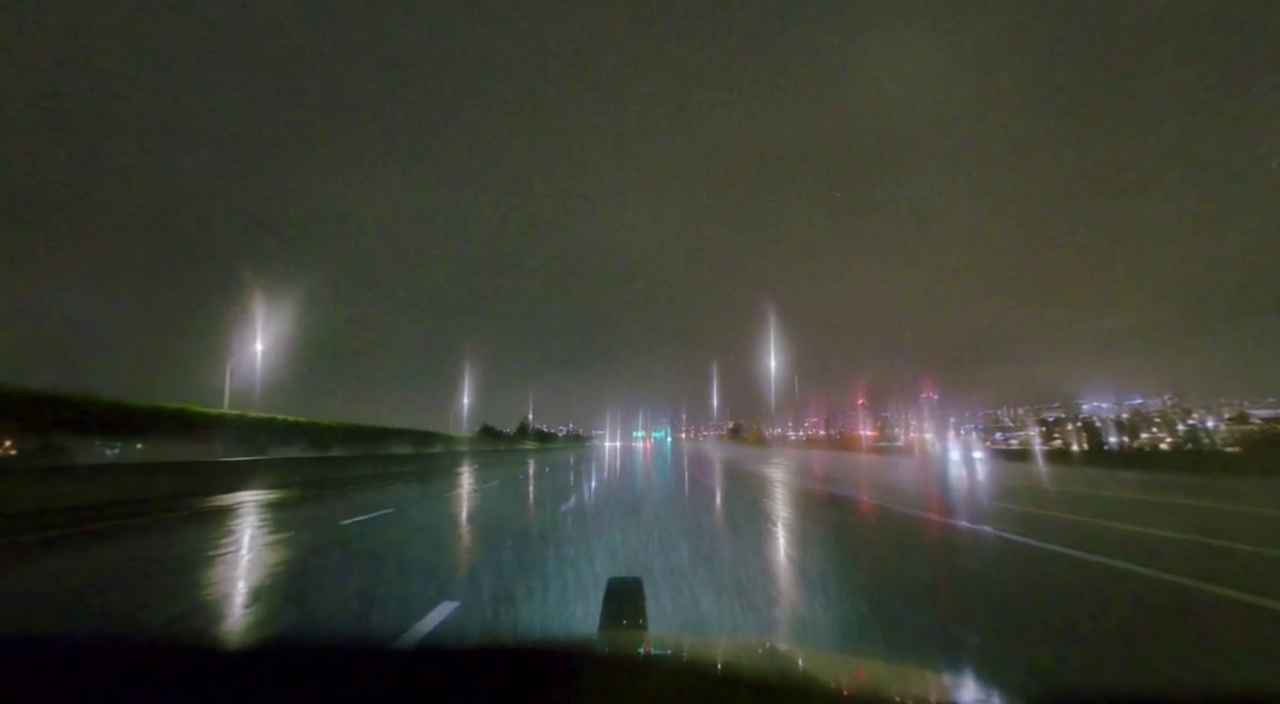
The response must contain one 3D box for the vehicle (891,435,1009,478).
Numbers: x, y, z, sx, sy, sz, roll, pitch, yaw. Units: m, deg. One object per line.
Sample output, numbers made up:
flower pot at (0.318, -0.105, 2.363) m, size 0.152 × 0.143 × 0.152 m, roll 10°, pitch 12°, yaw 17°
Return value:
vehicle at (12.045, 4.100, 25.018) m, size 1.977 × 1.528 × 5.111 m, roll 0°, pitch -8°, yaw -1°
